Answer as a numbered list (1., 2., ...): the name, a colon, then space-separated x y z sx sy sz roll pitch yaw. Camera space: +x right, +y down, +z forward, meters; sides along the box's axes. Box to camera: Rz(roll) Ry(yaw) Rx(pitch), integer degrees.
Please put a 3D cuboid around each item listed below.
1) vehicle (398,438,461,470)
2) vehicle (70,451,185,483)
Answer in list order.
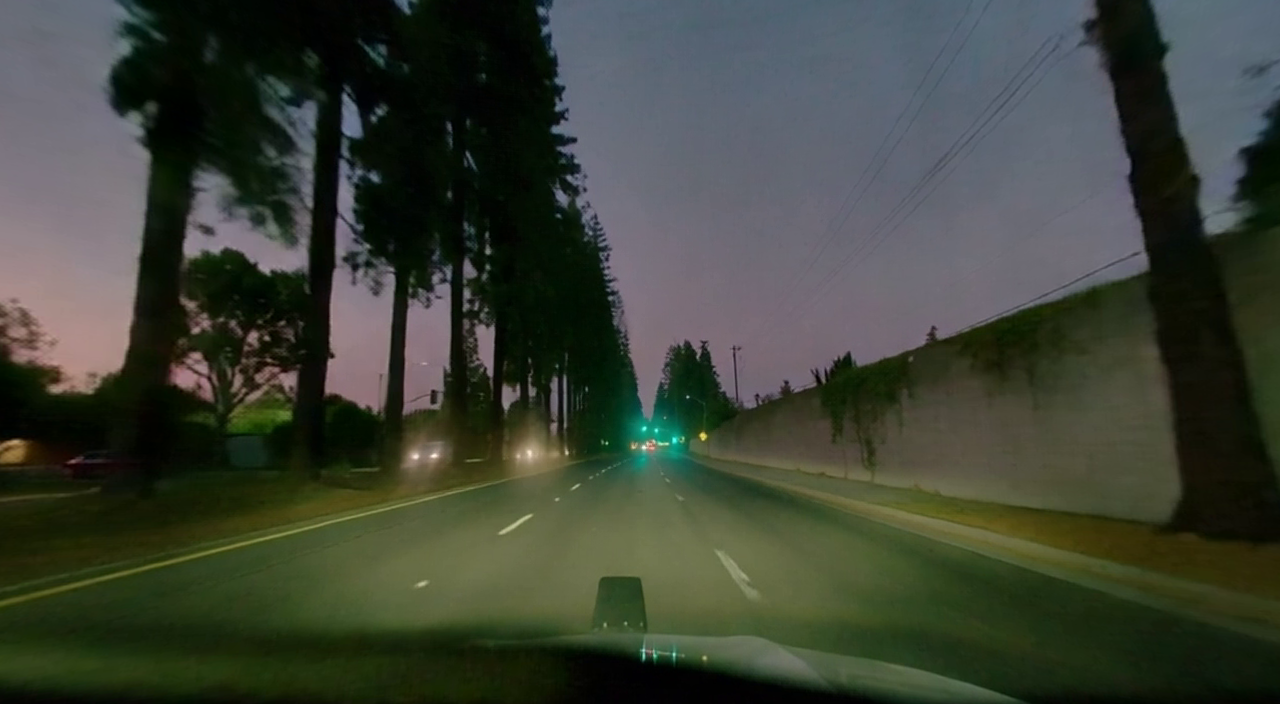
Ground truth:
1. vehicle: -14.756 7.196 44.684 2.368 2.104 6.159 0 -8 0
2. vehicle: -26.080 5.828 32.188 4.188 1.536 1.845 0 -8 -3
